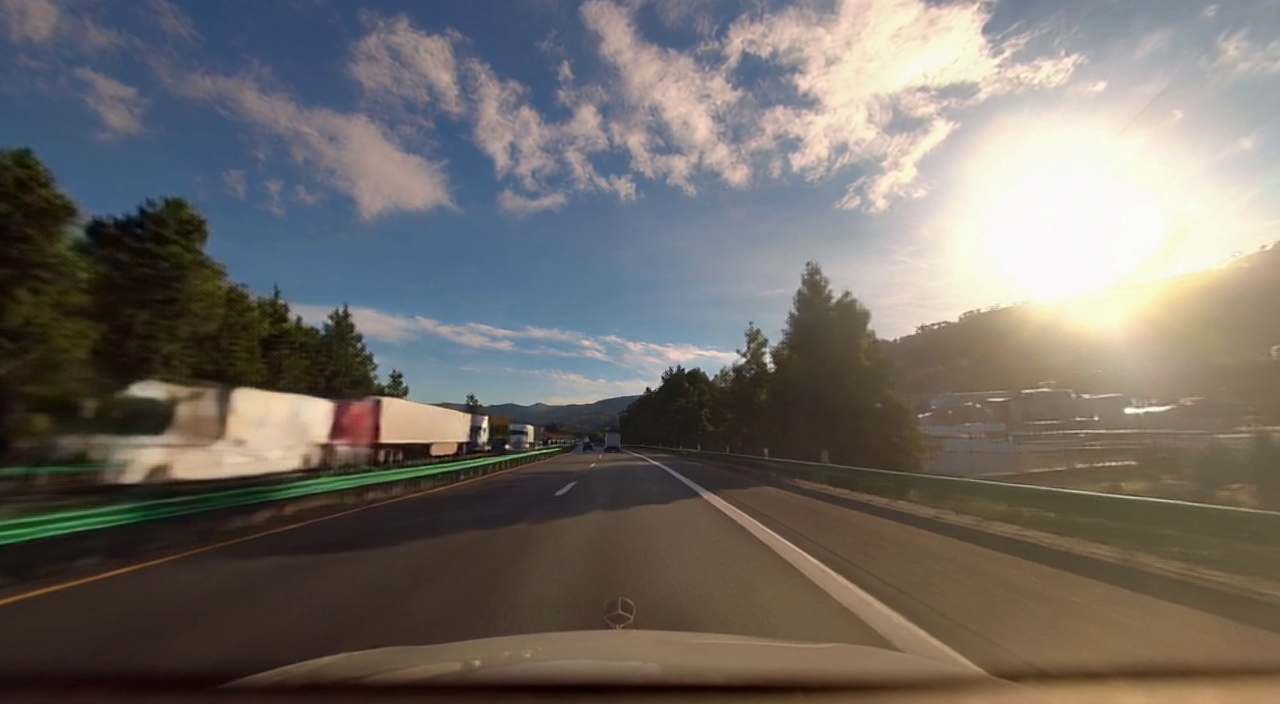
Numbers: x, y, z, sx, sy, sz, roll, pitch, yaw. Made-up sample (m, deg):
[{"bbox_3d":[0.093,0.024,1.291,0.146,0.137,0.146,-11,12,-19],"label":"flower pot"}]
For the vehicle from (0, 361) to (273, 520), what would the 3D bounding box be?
[{"bbox_3d":[-11.550,1.998,14.314,2.498,2.794,6.249,0,-8,1],"label":"vehicle"}]

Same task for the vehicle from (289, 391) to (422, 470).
[{"bbox_3d":[-15.162,4.384,34.641,3.053,3.708,9.501,0,-8,-2],"label":"vehicle"}]
